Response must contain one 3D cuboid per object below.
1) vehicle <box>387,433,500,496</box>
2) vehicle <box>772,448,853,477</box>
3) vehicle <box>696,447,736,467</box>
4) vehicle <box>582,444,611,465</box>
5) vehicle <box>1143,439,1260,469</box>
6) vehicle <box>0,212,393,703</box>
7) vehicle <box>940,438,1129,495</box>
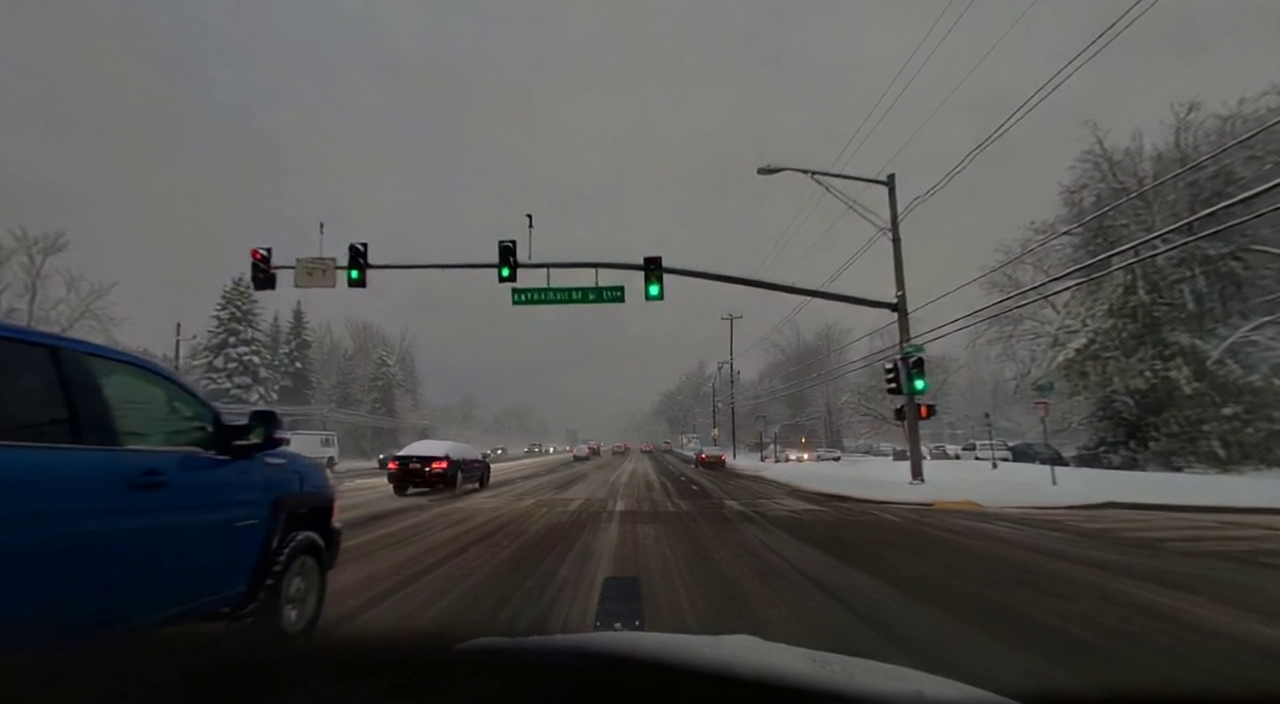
[{"bbox_3d":[-6.374,3.708,21.177,2.169,1.865,4.739,0,-9,1],"label":"vehicle"},{"bbox_3d":[9.244,5.954,34.238,1.840,1.428,4.602,3,-9,-20],"label":"vehicle"},{"bbox_3d":[5.771,8.020,48.559,2.071,1.435,4.226,1,-9,-6],"label":"vehicle"},{"bbox_3d":[-3.315,7.954,49.114,2.002,1.494,4.322,0,-9,0],"label":"vehicle"},{"bbox_3d":[32.481,5.918,36.741,1.833,1.587,4.653,3,-9,-21],"label":"vehicle"},{"bbox_3d":[-3.126,0.561,1.656,2.467,1.991,6.089,0,-9,0],"label":"vehicle"},{"bbox_3d":[13.582,3.904,22.012,5.106,1.735,2.150,-8,-12,44],"label":"vehicle"}]
